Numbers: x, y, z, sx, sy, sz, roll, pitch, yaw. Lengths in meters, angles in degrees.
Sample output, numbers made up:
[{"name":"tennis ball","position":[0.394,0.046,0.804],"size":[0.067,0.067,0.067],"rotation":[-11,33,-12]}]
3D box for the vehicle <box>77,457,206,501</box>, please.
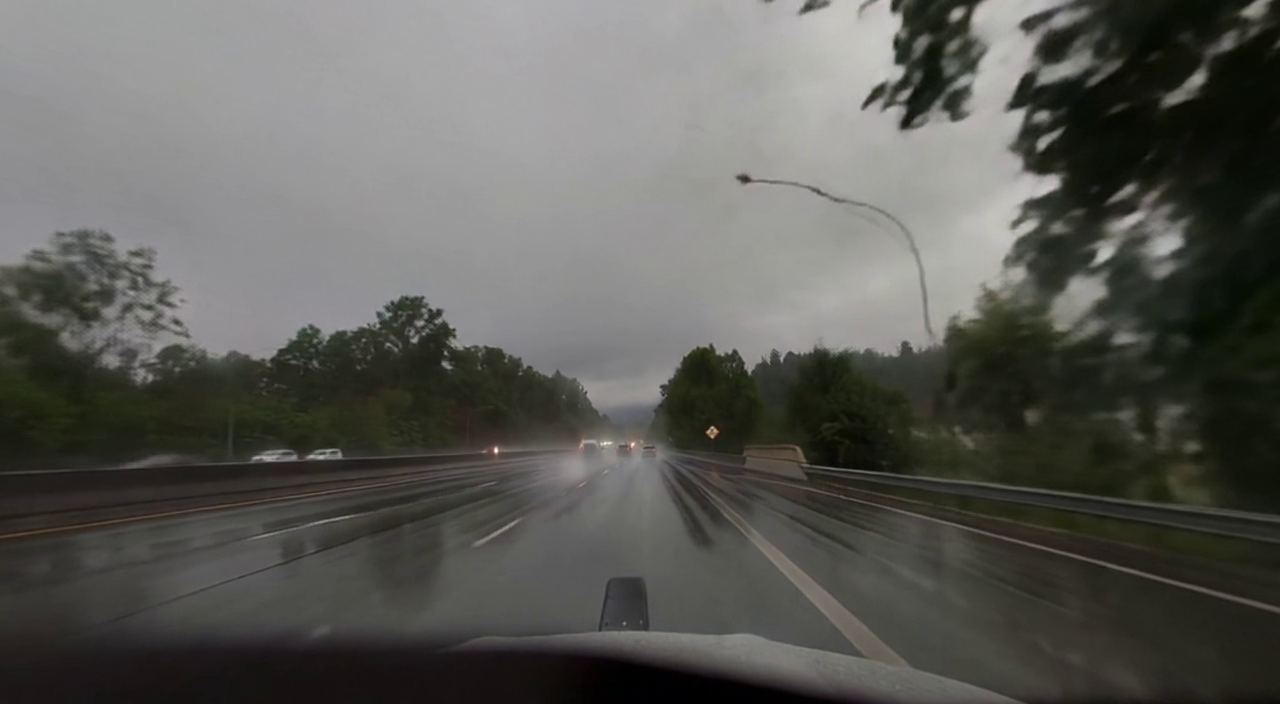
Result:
[{"name":"vehicle","position":[-19.287,4.894,24.596],"size":[1.743,1.431,3.925],"rotation":[1,-8,1]}]
